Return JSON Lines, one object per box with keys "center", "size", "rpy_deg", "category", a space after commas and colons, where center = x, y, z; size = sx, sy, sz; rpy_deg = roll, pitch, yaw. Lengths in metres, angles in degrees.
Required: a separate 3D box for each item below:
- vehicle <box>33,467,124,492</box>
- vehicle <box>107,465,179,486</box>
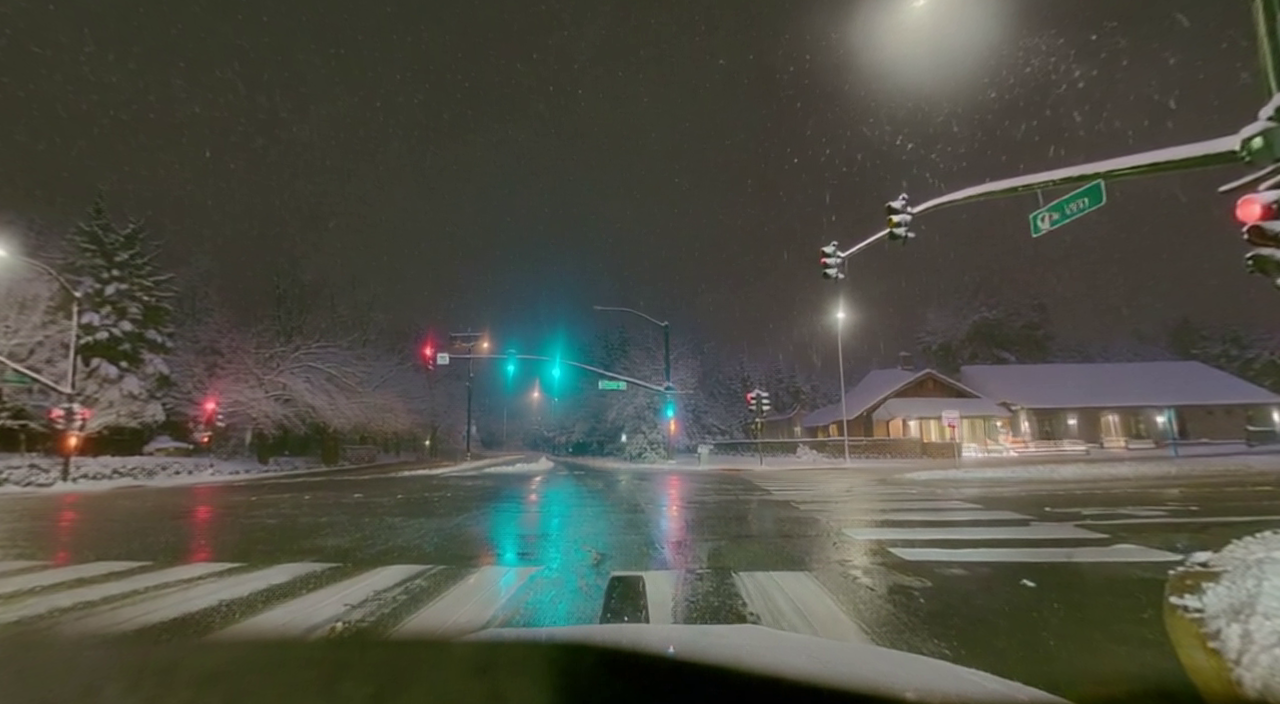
{"center": [-36.141, 8.212, 40.605], "size": [4.241, 1.413, 1.673], "rpy_deg": [-1, -8, -1], "category": "vehicle"}
{"center": [-35.908, 8.926, 45.584], "size": [3.681, 1.423, 1.680], "rpy_deg": [0, -8, 0], "category": "vehicle"}
